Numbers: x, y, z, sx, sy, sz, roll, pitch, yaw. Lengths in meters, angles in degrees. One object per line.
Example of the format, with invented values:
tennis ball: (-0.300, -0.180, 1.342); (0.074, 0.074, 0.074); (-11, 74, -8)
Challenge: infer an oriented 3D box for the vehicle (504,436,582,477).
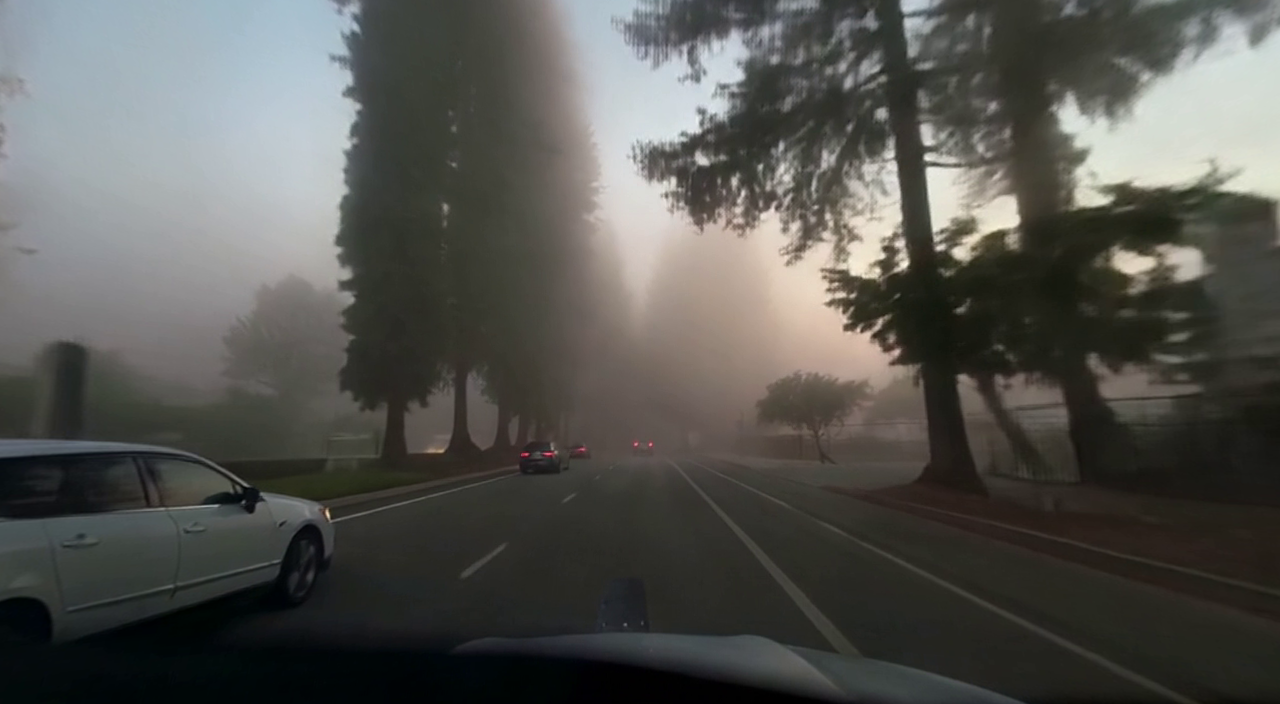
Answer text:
vehicle: (-3.725, 4.140, 25.177); (2.188, 1.473, 4.651); (0, -8, 3)

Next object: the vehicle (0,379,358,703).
vehicle: (-4.139, 1.074, 4.137); (2.190, 1.545, 4.943); (0, -8, 1)
